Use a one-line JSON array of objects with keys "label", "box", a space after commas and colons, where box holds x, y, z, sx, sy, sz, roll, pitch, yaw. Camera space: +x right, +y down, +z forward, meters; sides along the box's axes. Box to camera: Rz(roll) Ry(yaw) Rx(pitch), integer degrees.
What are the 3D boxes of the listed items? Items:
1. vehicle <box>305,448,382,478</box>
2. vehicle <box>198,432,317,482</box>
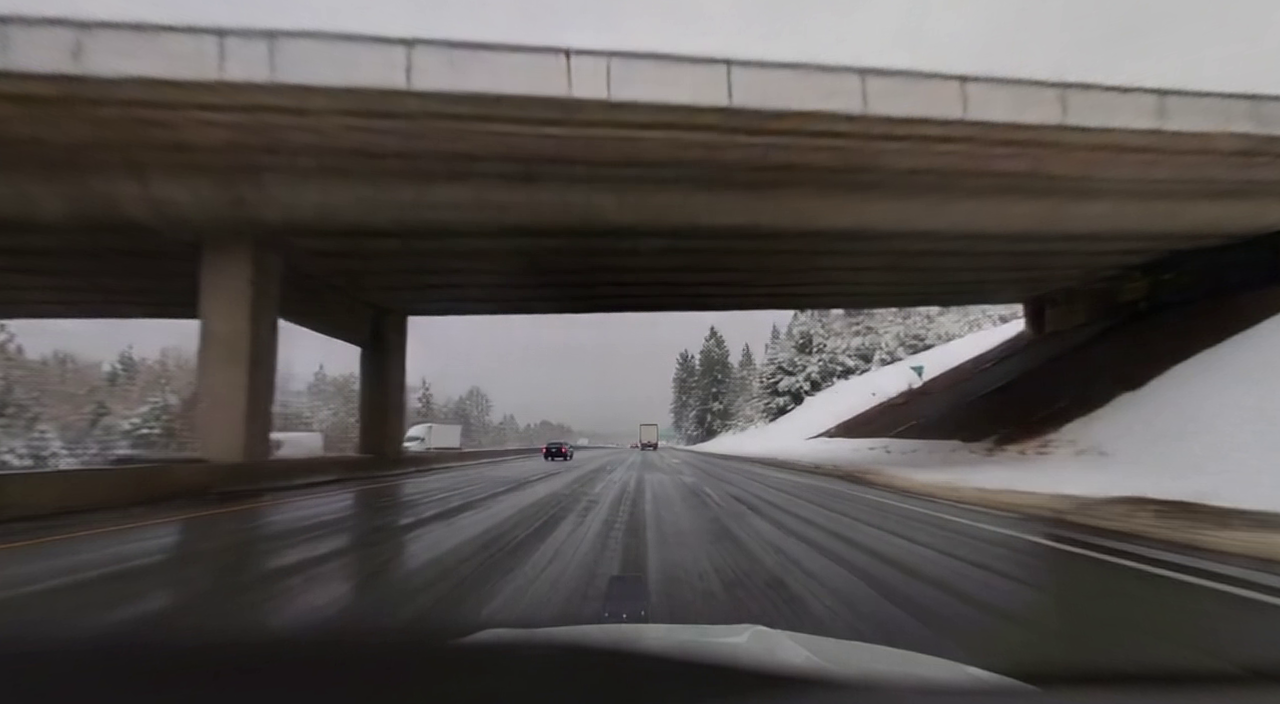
[{"label": "vehicle", "box": [-16.170, 6.068, 34.696, 1.937, 1.470, 4.632, 0, -8, 1]}, {"label": "vehicle", "box": [-20.213, 5.577, 33.830, 2.480, 2.433, 6.048, 0, -8, 1]}]
